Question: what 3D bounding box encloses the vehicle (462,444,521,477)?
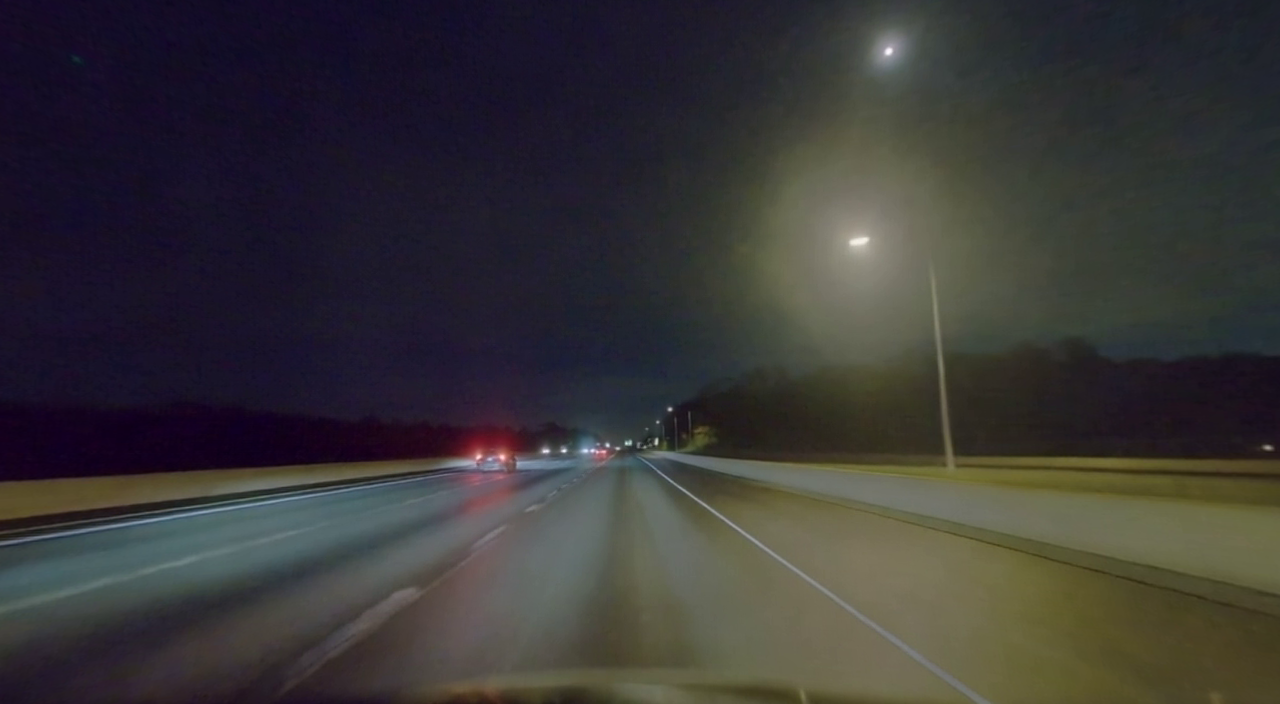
[{"bbox_3d":[-7.795,5.726,33.572,2.098,1.606,4.227,0,-9,0],"label":"vehicle"}]
